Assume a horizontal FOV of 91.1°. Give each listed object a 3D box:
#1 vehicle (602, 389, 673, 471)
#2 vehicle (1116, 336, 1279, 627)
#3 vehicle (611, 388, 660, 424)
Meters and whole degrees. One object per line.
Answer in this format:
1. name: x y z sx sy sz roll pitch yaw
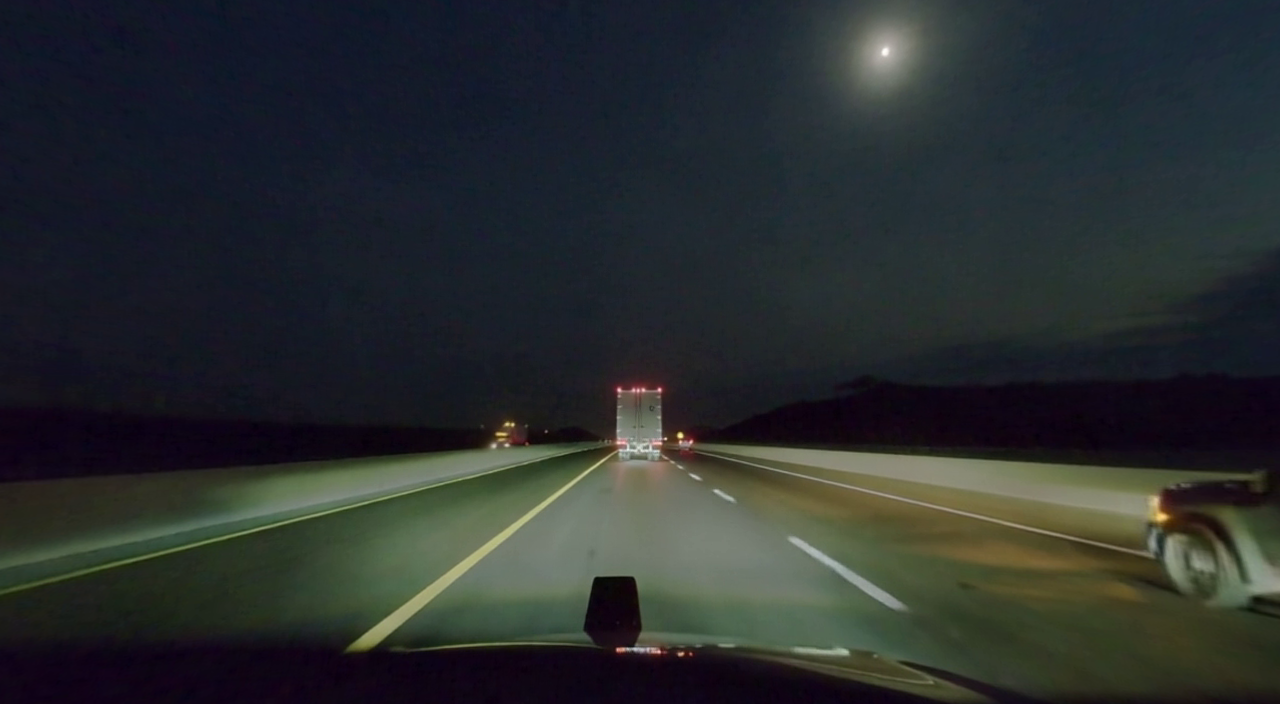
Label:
1. vehicle: -0.296 4.068 33.059 2.953 3.406 13.372 0 -7 -2
2. vehicle: 5.115 0.677 2.932 2.091 1.829 4.625 0 -8 -1
3. vehicle: -0.200 2.534 28.926 2.112 1.472 4.240 0 -8 0
